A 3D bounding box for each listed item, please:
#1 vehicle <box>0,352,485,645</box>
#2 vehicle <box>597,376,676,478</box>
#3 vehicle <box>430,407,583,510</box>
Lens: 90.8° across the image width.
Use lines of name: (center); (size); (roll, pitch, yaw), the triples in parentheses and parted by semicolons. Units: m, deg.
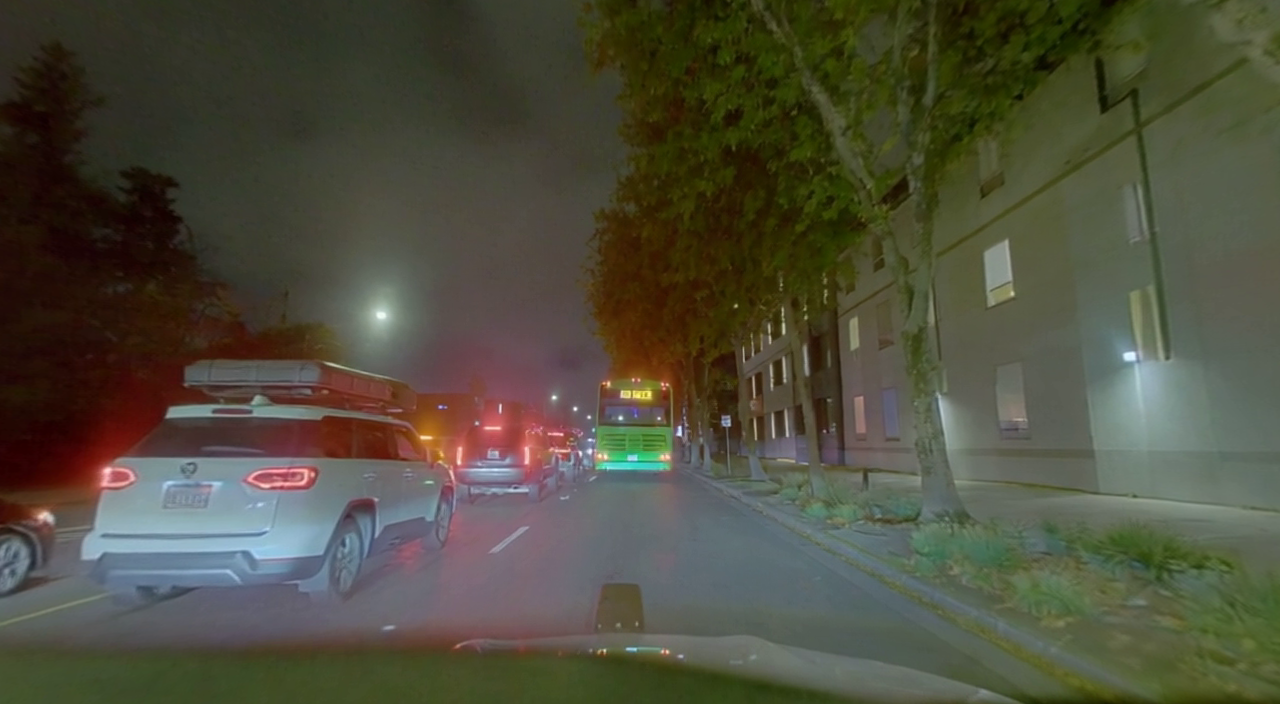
vehicle: (-3.355, 1.316, 6.667); (2.095, 1.892, 5.043); (0, -9, 1)
vehicle: (-0.125, 3.744, 30.111); (2.970, 3.857, 12.200); (0, -9, 0)
vehicle: (-3.045, 2.652, 16.147); (2.546, 2.125, 5.869); (0, -9, 1)
